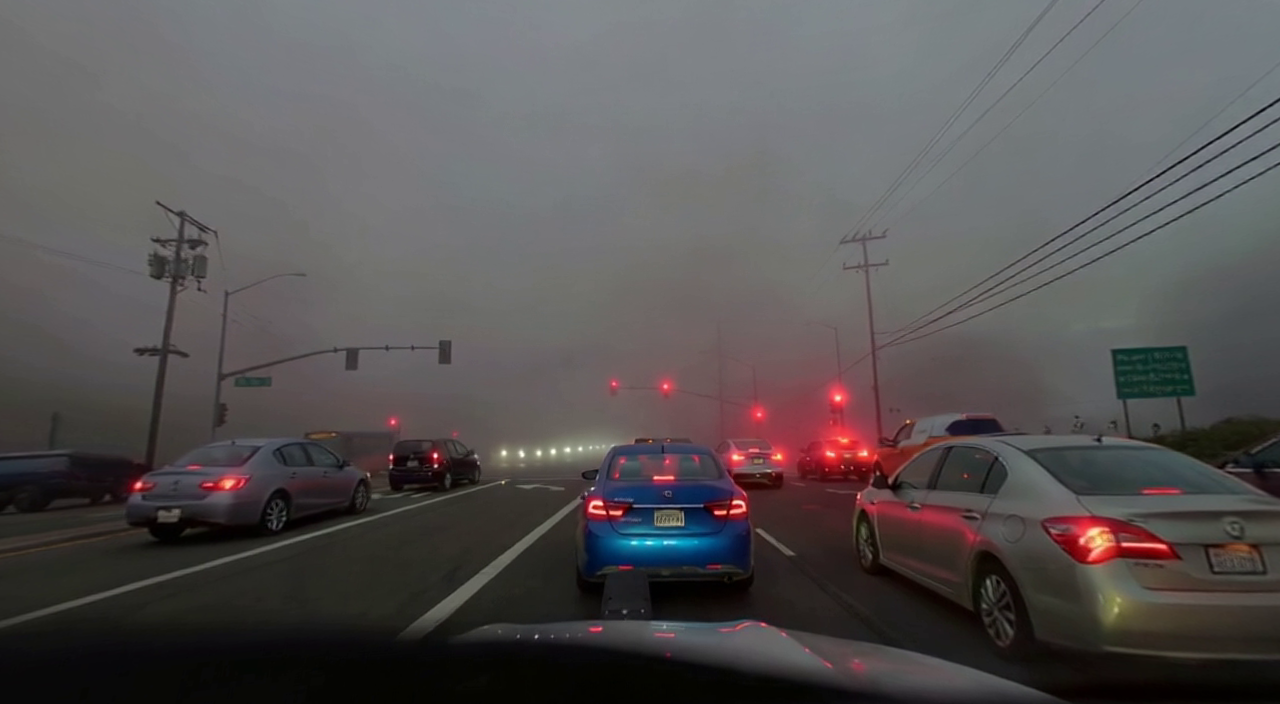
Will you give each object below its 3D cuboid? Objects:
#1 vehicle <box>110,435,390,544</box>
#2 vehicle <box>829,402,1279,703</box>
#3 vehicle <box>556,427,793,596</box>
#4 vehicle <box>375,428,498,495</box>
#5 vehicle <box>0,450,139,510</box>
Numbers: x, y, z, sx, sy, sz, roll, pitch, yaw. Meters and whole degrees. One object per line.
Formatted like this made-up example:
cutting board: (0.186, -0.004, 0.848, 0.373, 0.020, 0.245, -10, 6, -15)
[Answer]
vehicle: (-6.420, 2.269, 11.227, 1.955, 1.497, 4.639, -1, -8, 1)
vehicle: (3.134, 1.311, 5.207, 1.870, 1.523, 4.096, 0, -8, 0)
vehicle: (0.308, 1.720, 7.683, 2.109, 1.483, 3.964, 0, -8, 0)
vehicle: (-6.278, 3.434, 20.255, 2.070, 1.824, 5.196, -1, -8, 2)
vehicle: (-17.635, 3.704, 18.698, 1.823, 1.493, 4.437, -1, -8, 2)
